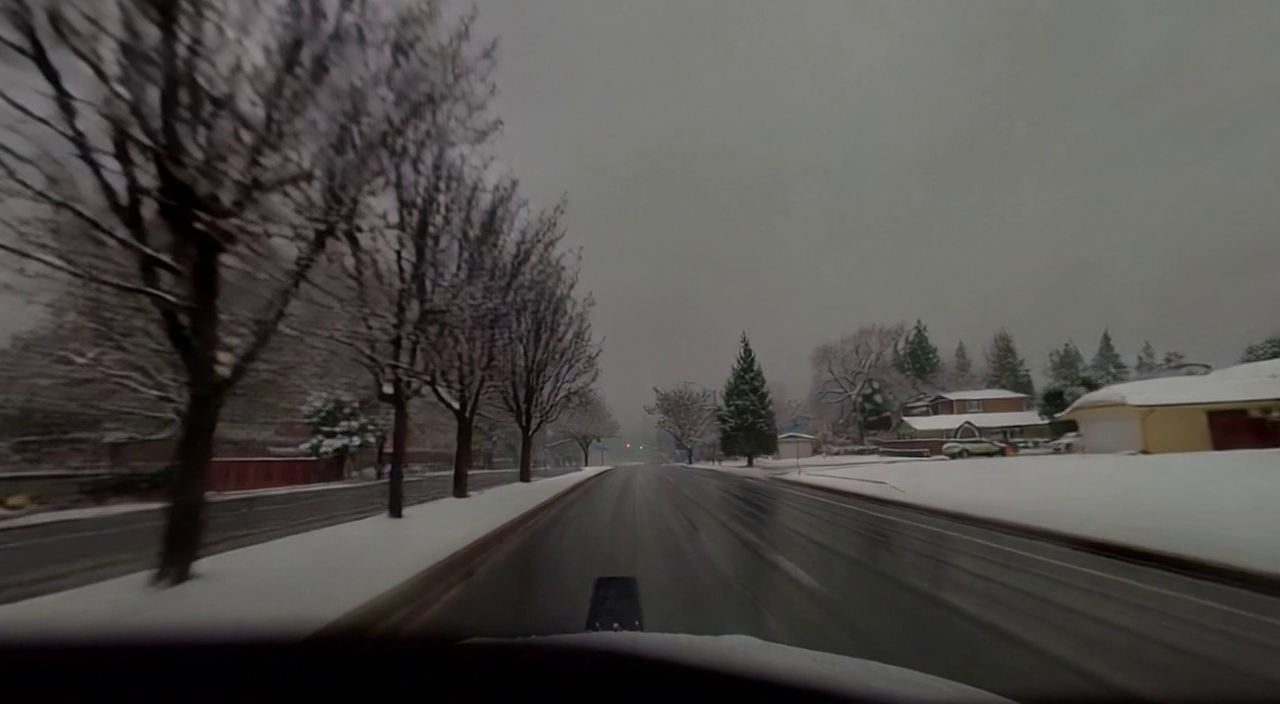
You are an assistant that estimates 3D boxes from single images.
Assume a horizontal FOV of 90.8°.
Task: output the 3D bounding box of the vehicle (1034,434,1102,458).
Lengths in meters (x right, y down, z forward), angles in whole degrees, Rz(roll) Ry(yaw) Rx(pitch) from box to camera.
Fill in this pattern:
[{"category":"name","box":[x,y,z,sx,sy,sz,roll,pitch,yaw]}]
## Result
[{"category":"vehicle","box":[32.402,7.168,47.954,2.031,1.648,4.246,0,-11,-2]}]
